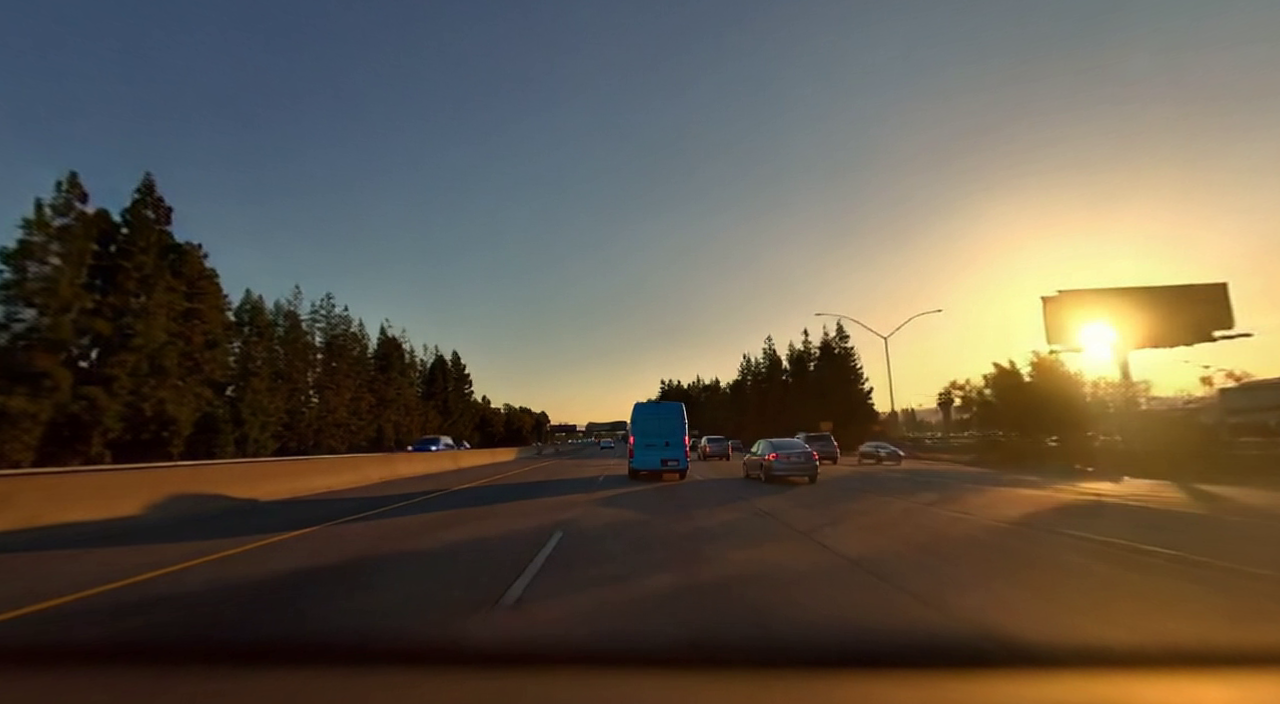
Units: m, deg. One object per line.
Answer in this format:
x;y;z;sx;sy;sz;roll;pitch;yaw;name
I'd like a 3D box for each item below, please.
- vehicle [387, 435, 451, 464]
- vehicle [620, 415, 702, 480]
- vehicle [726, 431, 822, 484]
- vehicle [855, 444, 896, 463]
-13.231;5.865;37.910;2.055;1.604;4.852;0;-8;0;vehicle
0.589;3.476;23.067;2.546;2.087;5.404;0;-8;-3;vehicle
4.125;3.311;20.063;2.099;1.510;3.784;0;-8;-2;vehicle
17.541;7.558;46.942;1.670;1.402;3.595;0;-8;-1;vehicle
